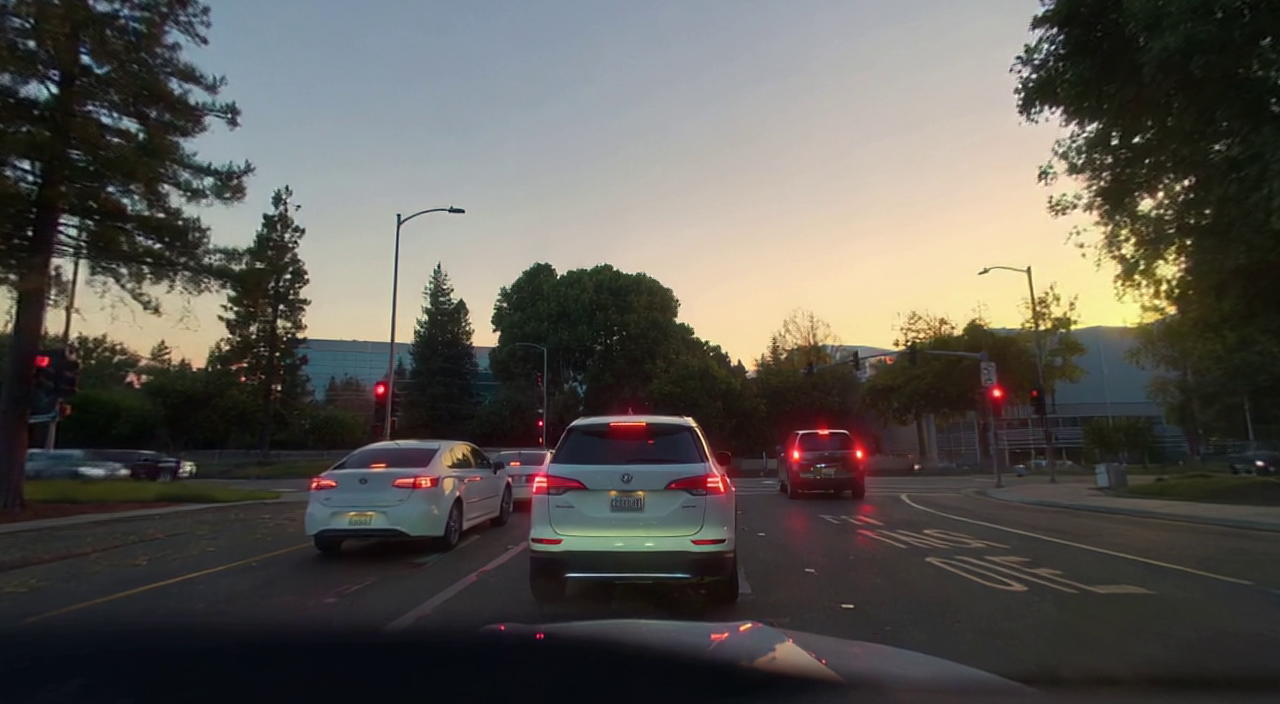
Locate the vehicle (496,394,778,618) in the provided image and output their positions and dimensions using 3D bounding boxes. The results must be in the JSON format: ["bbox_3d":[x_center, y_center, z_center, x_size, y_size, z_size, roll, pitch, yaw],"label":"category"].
[{"bbox_3d":[-0.025,1.525,7.174,2.203,1.757,4.286,0,-8,0],"label":"vehicle"}]

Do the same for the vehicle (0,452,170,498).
[{"bbox_3d":[-19.946,4.379,22.723,4.308,1.494,1.829,2,-9,-15],"label":"vehicle"}]

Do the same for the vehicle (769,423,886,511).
[{"bbox_3d":[4.819,3.001,16.914,2.084,2.053,4.073,-1,-8,4],"label":"vehicle"}]

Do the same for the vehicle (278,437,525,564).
[{"bbox_3d":[-3.193,2.062,9.607,1.913,1.453,4.413,0,-8,2],"label":"vehicle"}]
